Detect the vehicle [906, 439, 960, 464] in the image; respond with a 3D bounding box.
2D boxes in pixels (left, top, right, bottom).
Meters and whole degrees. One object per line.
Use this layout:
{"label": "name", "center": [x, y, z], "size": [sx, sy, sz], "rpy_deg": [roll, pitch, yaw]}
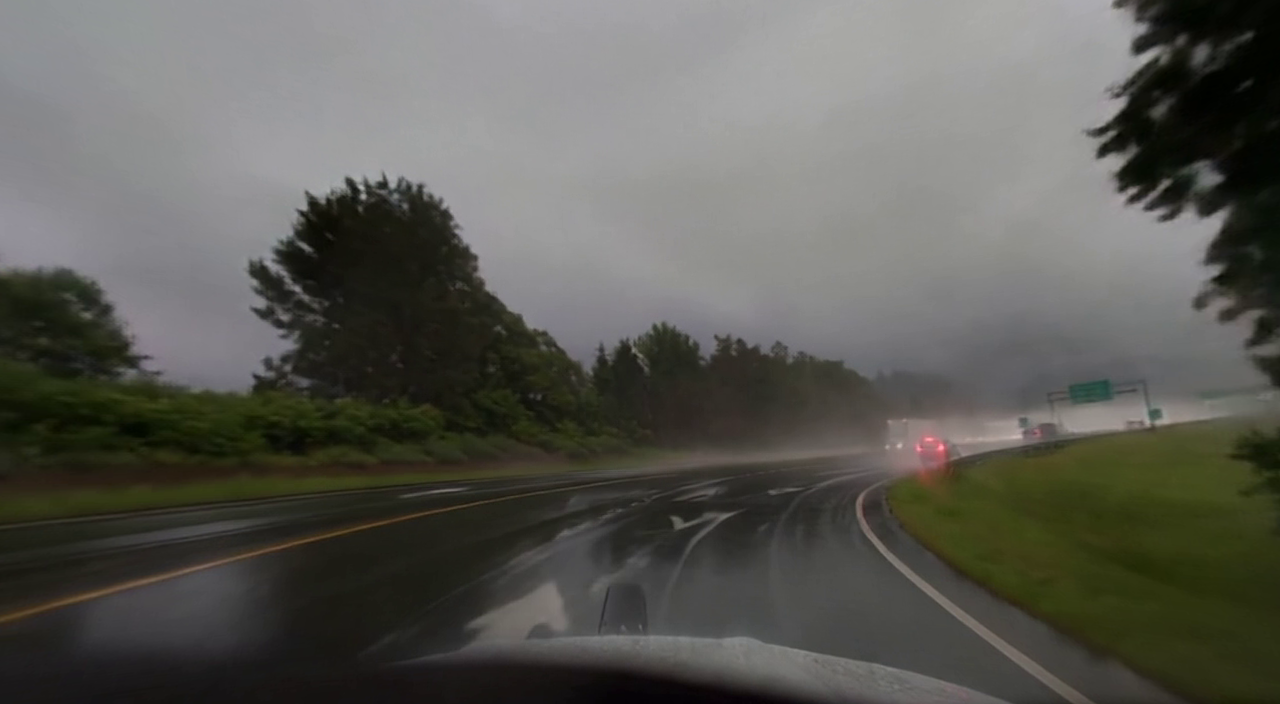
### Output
{"label": "vehicle", "center": [17.544, 5.935, 37.641], "size": [1.807, 1.427, 3.645], "rpy_deg": [-8, -12, 41]}
